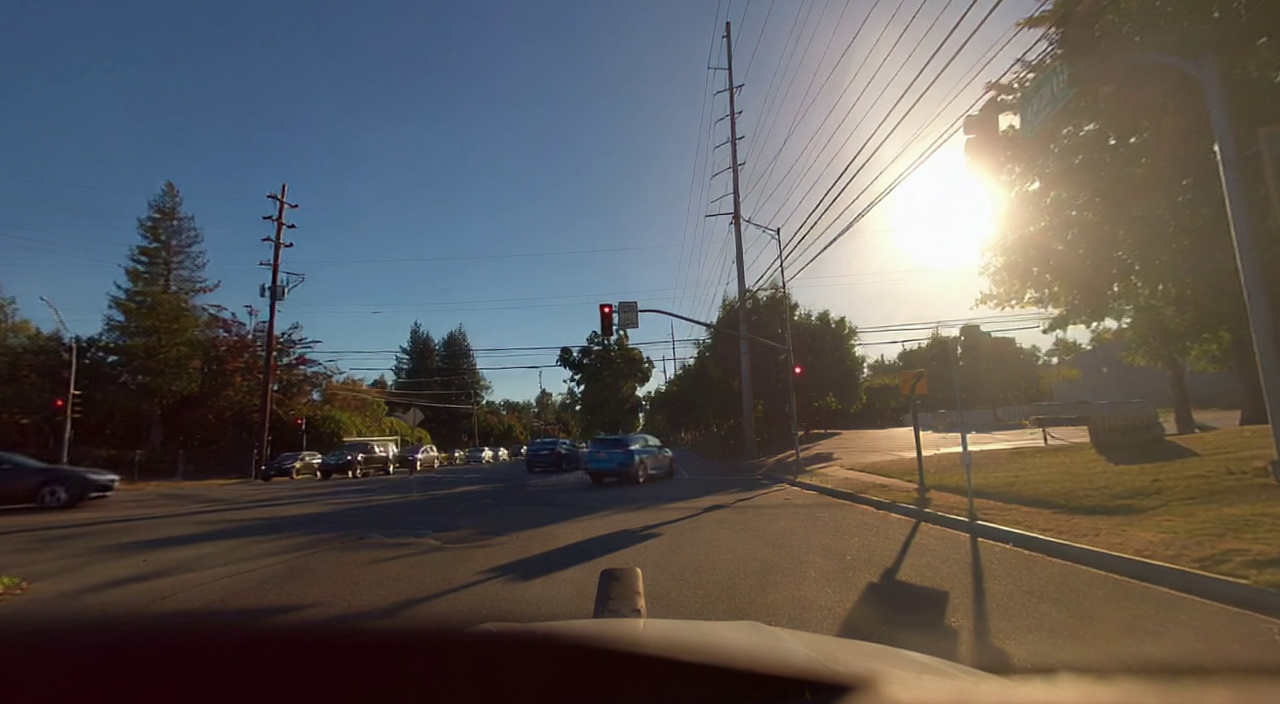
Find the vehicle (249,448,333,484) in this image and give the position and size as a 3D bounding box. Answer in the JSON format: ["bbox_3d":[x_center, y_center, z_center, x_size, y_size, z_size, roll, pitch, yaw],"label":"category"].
[{"bbox_3d":[-17.099,5.588,31.020,1.942,1.477,3.957,-4,-9,0],"label":"vehicle"}]

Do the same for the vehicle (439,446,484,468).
[{"bbox_3d":[-12.680,7.485,44.908,1.841,1.477,4.485,0,-8,1],"label":"vehicle"}]

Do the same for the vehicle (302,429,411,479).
[{"bbox_3d":[-13.119,4.767,29.626,2.350,2.104,5.828,0,-8,1],"label":"vehicle"}]

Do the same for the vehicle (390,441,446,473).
[{"bbox_3d":[-13.227,6.303,37.633,1.772,1.647,4.221,-4,-9,0],"label":"vehicle"}]

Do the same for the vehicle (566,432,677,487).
[{"bbox_3d":[-0.494,3.648,21.713,2.051,1.666,4.607,-4,-9,23],"label":"vehicle"}]

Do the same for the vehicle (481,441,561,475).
[{"bbox_3d":[-5.604,5.062,30.238,1.904,1.482,4.603,-3,-9,15],"label":"vehicle"}]

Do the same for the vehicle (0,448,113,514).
[{"bbox_3d":[-15.435,2.976,14.549,4.531,1.446,1.846,4,-10,-28],"label":"vehicle"}]
